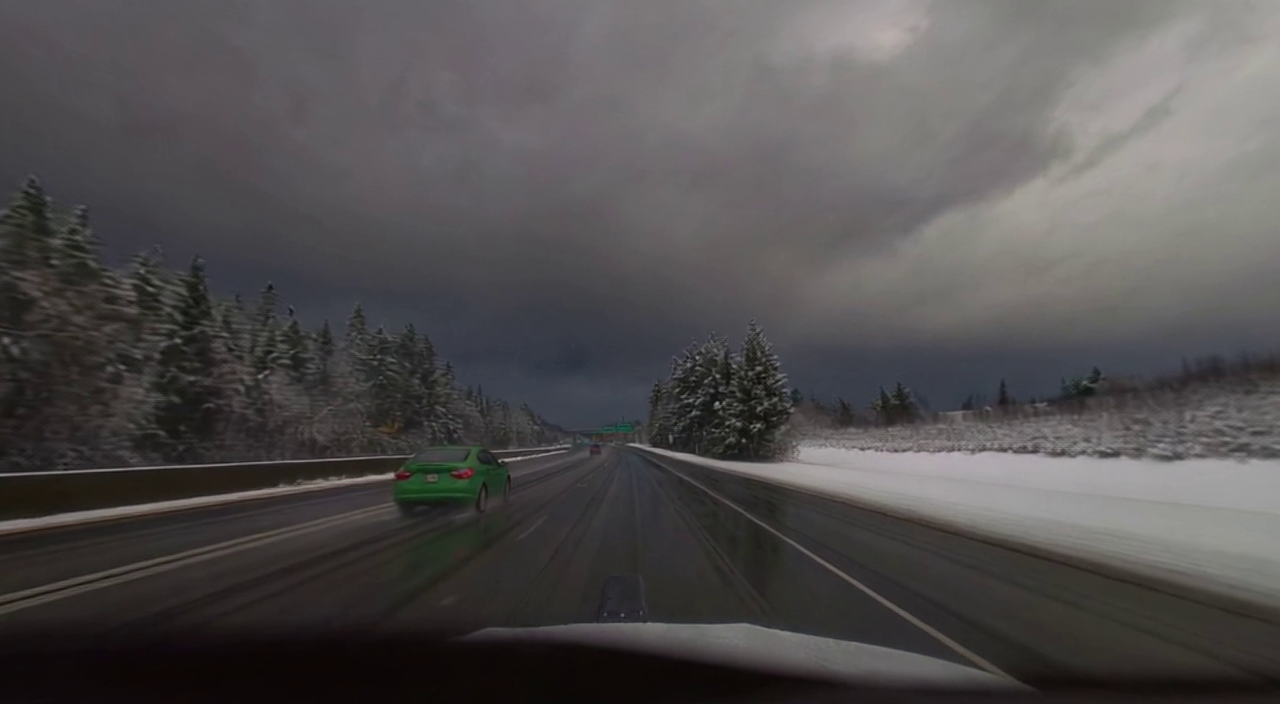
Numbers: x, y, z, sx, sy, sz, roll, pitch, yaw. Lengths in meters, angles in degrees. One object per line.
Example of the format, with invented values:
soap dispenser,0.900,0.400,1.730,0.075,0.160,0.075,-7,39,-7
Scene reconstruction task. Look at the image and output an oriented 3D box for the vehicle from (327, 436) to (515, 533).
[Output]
vehicle,-3.934,2.461,12.330,2.017,1.522,4.569,0,-9,0
